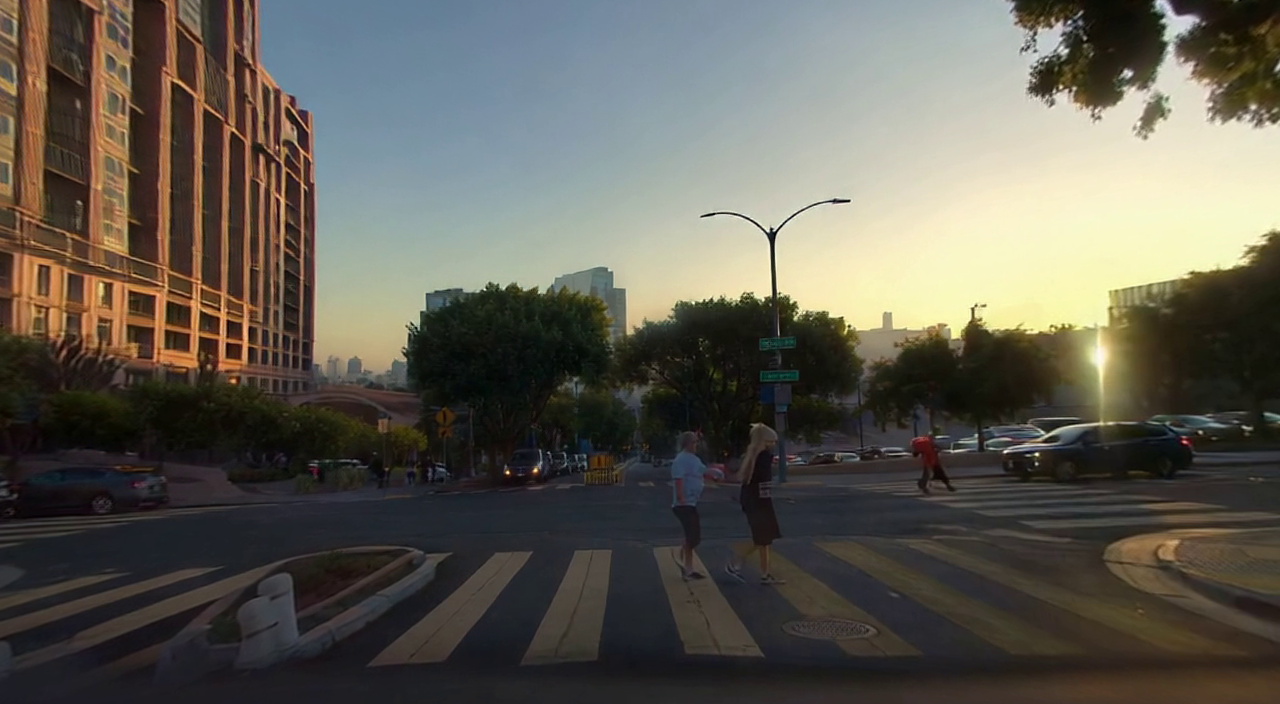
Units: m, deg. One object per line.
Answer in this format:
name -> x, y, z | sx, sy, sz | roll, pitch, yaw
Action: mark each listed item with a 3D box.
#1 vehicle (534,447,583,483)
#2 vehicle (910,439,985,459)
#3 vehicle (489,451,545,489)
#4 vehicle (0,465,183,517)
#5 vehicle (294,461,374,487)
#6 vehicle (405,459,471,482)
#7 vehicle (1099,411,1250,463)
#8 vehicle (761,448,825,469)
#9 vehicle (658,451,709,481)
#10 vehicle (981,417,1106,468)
vehicle -> -4.544, 6.428, 35.852 | 2.102, 1.768, 4.290 | -3, -10, 2
vehicle -> 22.986, 7.254, 47.316 | 4.528, 1.475, 2.070 | 0, -8, 3
vehicle -> -7.641, 7.358, 39.773 | 2.193, 1.814, 5.061 | -9, -8, 0
vehicle -> -17.328, 4.327, 19.892 | 4.439, 1.448, 1.793 | 0, -9, -1
vehicle -> -22.661, 9.044, 46.948 | 4.844, 1.836, 2.117 | -1, -8, 5
vehicle -> -14.850, 8.724, 46.568 | 4.203, 1.544, 1.889 | -1, -8, 5
vehicle -> 22.289, 3.607, 26.706 | 2.137, 1.962, 4.988 | -1, -8, 3
vehicle -> 11.998, 8.369, 49.839 | 4.552, 1.539, 1.785 | 0, -9, -2
vehicle -> 2.507, 6.681, 37.272 | 1.942, 1.603, 3.785 | 4, -9, -13
vehicle -> 16.728, 3.860, 26.555 | 2.041, 1.921, 4.574 | 0, -9, -2
